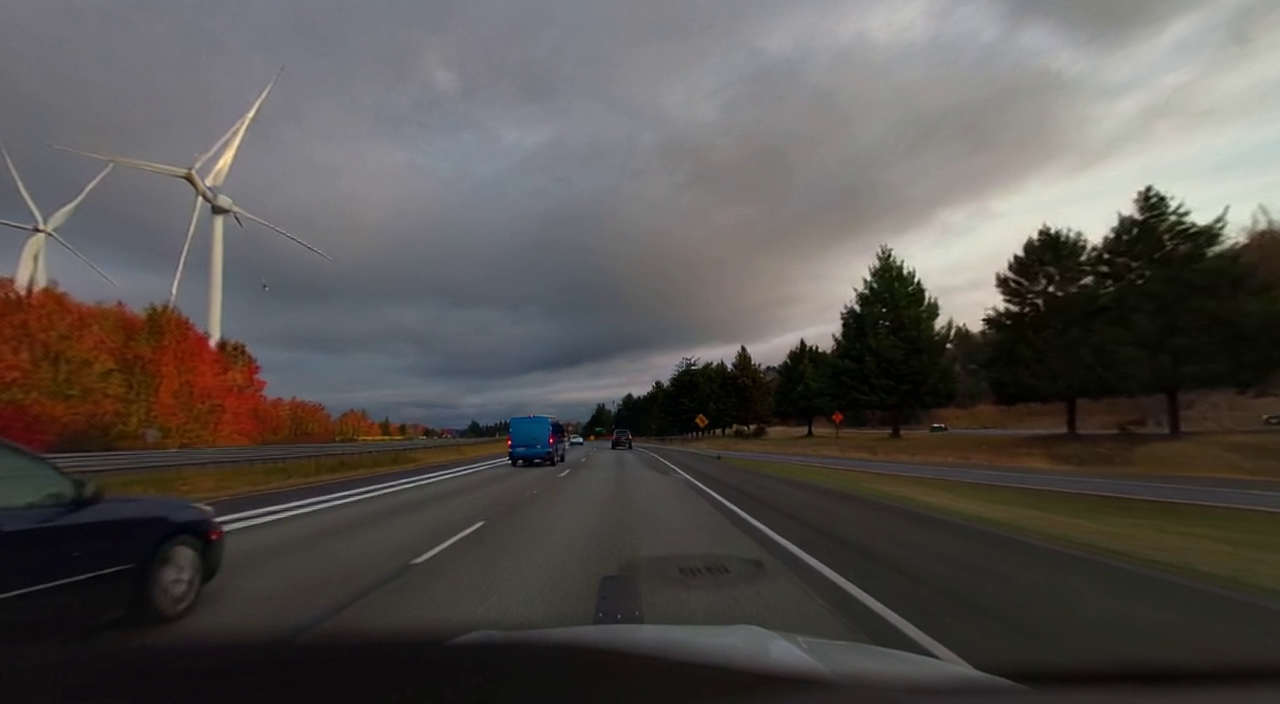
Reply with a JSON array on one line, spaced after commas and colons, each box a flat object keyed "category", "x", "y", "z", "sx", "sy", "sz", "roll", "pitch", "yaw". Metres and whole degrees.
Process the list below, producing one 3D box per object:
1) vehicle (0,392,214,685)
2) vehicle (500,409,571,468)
[{"category": "vehicle", "x": -4.372, "y": 0.894, "z": 2.641, "sx": 2.027, "sy": 1.530, "sz": 4.520, "roll": 0, "pitch": -8, "yaw": -1}, {"category": "vehicle", "x": -4.456, "y": 3.804, "z": 27.706, "sx": 2.303, "sy": 2.323, "sz": 5.089, "roll": 0, "pitch": -8, "yaw": 0}]
